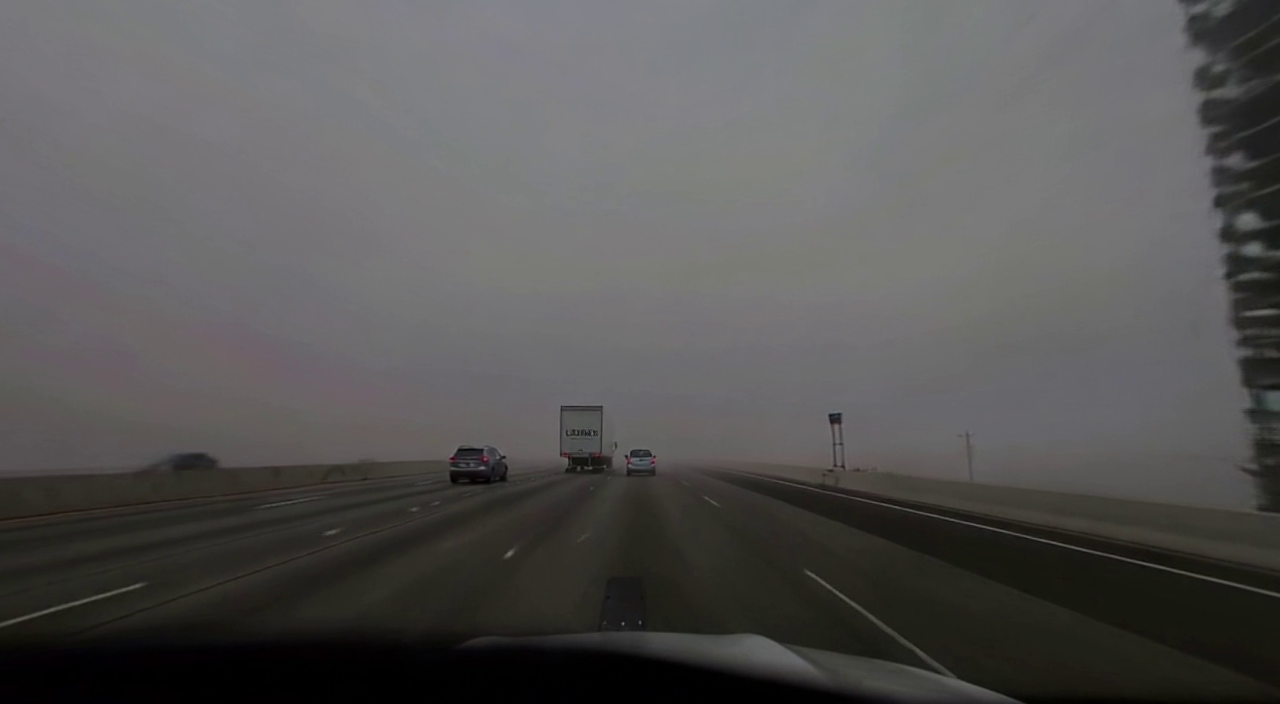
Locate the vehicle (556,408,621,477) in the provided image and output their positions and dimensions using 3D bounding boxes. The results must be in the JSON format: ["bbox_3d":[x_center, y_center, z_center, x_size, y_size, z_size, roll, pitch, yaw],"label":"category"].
[{"bbox_3d":[-2.729,5.258,36.332,2.794,3.460,8.595,0,-9,2],"label":"vehicle"}]

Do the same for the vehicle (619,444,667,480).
[{"bbox_3d":[0.167,5.228,30.217,2.168,1.597,3.615,0,-9,1],"label":"vehicle"}]

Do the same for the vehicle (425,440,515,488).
[{"bbox_3d":[-6.408,4.287,24.383,2.124,1.674,4.541,0,-9,1],"label":"vehicle"}]
